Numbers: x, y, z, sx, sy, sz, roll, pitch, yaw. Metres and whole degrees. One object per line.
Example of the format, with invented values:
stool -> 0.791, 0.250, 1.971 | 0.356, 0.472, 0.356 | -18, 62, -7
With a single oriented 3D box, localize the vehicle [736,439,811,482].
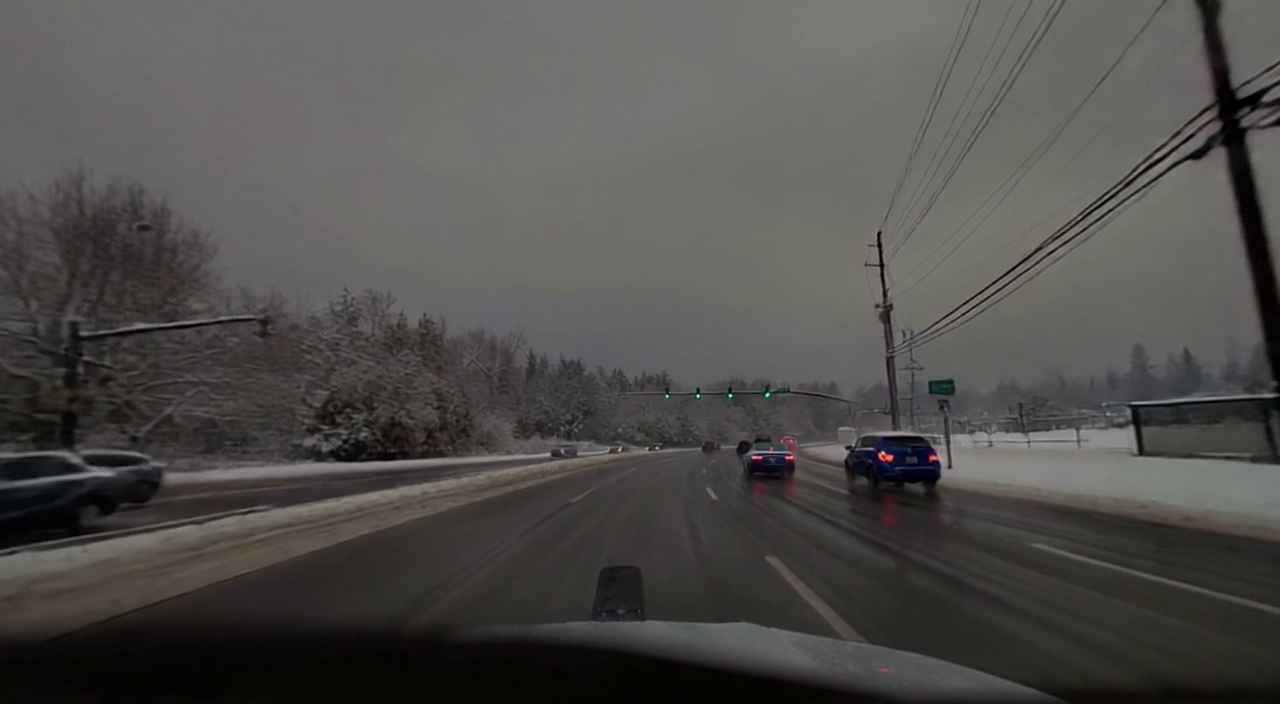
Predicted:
vehicle -> 4.867, 4.030, 23.748 | 2.035, 1.460, 4.392 | -1, -8, 2

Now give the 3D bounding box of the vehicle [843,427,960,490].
vehicle -> 8.256, 3.410, 20.443 | 2.029, 1.795, 4.371 | 0, -9, 2

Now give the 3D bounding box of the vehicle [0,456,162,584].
vehicle -> -9.287, 2.245, 8.565 | 2.107, 1.587, 4.514 | 0, -9, -1
